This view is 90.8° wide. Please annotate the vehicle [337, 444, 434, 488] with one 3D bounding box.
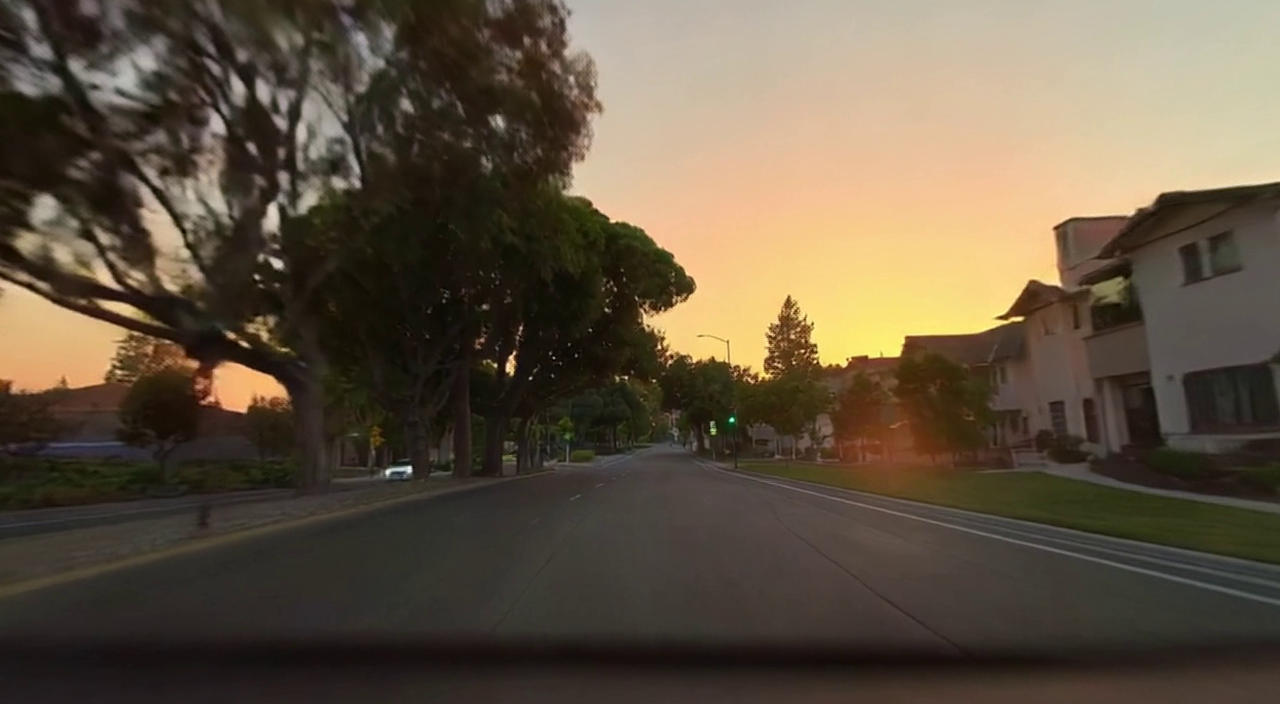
[{"bbox_3d":[-11.744,5.262,29.548,2.113,1.788,4.701,-4,-9,8],"label":"vehicle"}]
